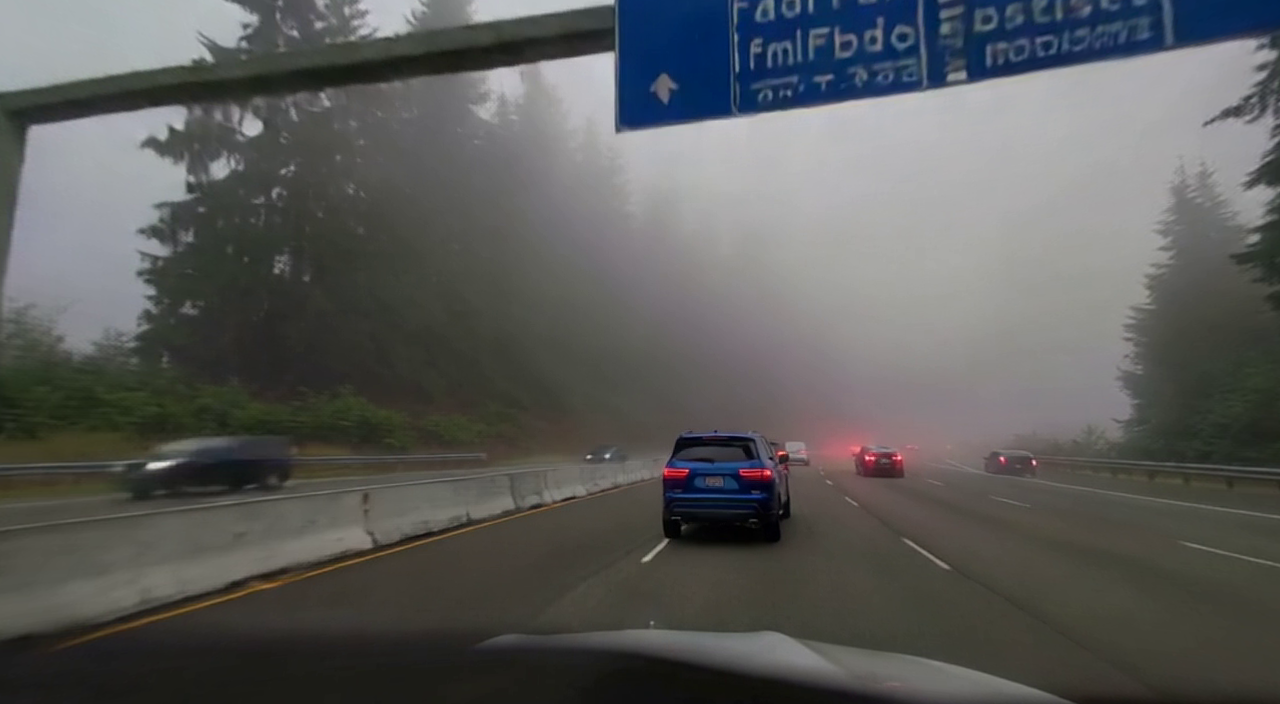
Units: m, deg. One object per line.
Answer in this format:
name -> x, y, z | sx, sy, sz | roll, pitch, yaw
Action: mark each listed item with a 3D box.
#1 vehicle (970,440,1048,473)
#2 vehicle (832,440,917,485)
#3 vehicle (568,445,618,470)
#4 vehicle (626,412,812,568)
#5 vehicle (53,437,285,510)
vehicle -> 18.073, 5.097, 31.079 | 1.990, 1.478, 4.475 | -2, -8, 13
vehicle -> 8.339, 3.917, 22.812 | 1.962, 1.442, 4.536 | -1, -8, 9
vehicle -> -2.946, 6.735, 40.470 | 1.934, 1.478, 4.474 | -2, -9, 13
vehicle -> 1.276, 1.784, 8.922 | 2.021, 1.635, 4.085 | -2, -8, 13
vehicle -> -12.654, 3.249, 17.474 | 1.989, 1.703, 4.959 | -2, -8, 12
